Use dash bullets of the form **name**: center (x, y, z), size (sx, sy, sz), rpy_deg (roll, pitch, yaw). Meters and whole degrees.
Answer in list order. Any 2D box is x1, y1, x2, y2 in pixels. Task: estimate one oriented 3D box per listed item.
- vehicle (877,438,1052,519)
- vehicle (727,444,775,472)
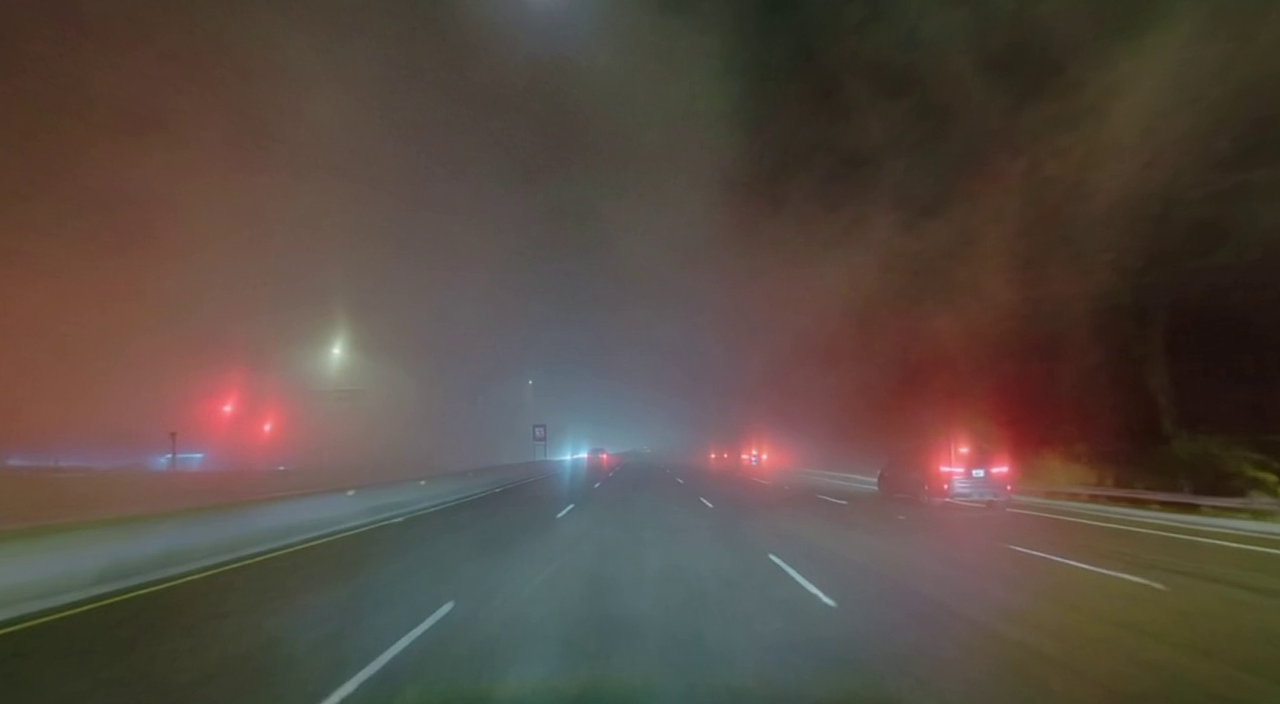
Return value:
- **vehicle**: center (6.862, 2.678, 13.879), size (1.838, 1.518, 3.713), rpy_deg (0, -8, -1)
- **vehicle**: center (6.611, 6.339, 37.997), size (1.987, 1.597, 4.463), rpy_deg (0, -8, -1)
